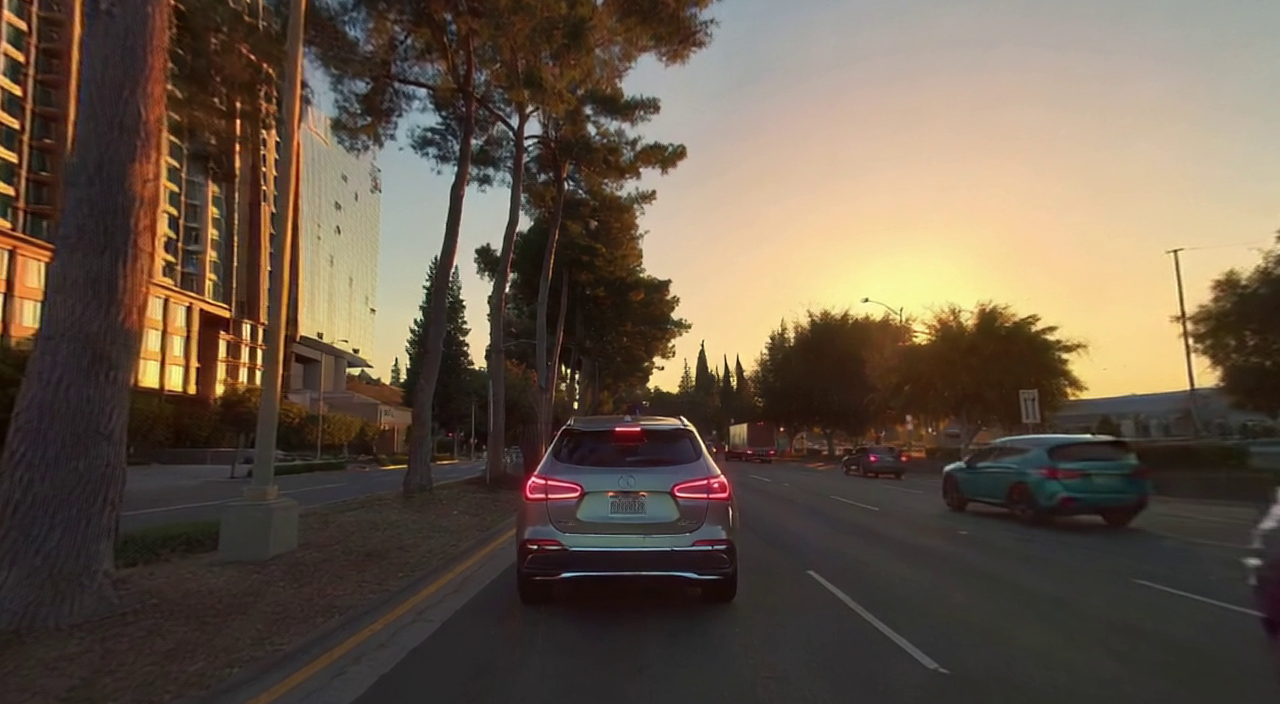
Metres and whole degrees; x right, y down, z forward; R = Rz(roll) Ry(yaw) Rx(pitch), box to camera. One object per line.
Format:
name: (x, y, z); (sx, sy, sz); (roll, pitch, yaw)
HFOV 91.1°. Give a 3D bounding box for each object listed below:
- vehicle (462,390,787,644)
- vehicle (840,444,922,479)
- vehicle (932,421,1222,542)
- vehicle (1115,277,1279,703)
vehicle: (-0.150, 1.405, 6.330); (2.172, 1.694, 4.055); (0, -8, -1)
vehicle: (11.121, 5.053, 29.316); (1.998, 1.527, 4.489); (0, -8, 0)
vehicle: (7.193, 2.148, 11.069); (2.024, 1.707, 4.248); (0, -8, 0)
vehicle: (3.571, 0.401, 0.342); (2.388, 1.932, 5.410); (0, -8, 0)
